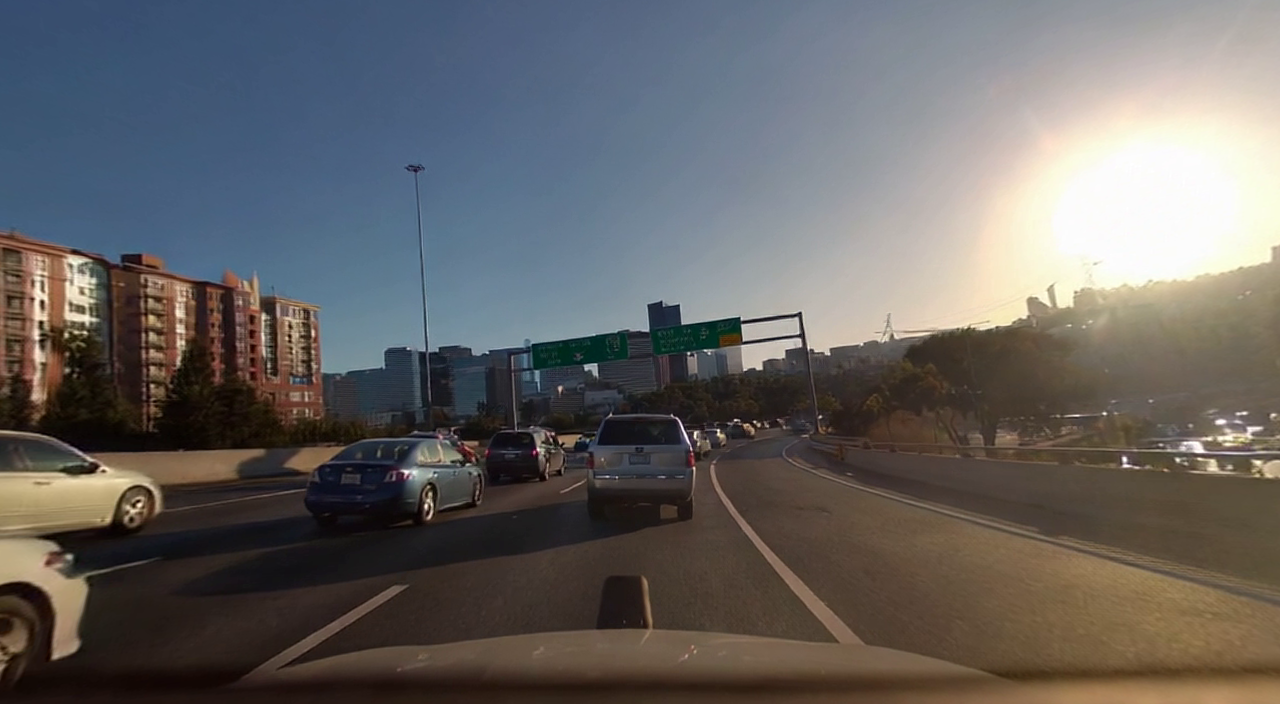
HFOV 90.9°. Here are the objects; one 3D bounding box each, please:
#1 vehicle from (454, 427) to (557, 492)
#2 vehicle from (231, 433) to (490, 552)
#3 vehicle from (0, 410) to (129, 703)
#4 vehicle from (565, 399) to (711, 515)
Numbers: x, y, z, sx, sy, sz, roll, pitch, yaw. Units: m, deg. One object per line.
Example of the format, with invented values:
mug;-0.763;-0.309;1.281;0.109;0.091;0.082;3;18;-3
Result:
vehicle;-3.931;3.235;19.287;1.953;1.729;4.377;-1;-9;4
vehicle;-4.059;2.096;10.151;2.087;1.481;4.225;0;-9;2
vehicle;-3.777;0.716;0.799;1.998;1.494;5.020;0;-9;1
vehicle;0.020;2.323;14.325;2.616;2.063;5.933;0;-9;1
